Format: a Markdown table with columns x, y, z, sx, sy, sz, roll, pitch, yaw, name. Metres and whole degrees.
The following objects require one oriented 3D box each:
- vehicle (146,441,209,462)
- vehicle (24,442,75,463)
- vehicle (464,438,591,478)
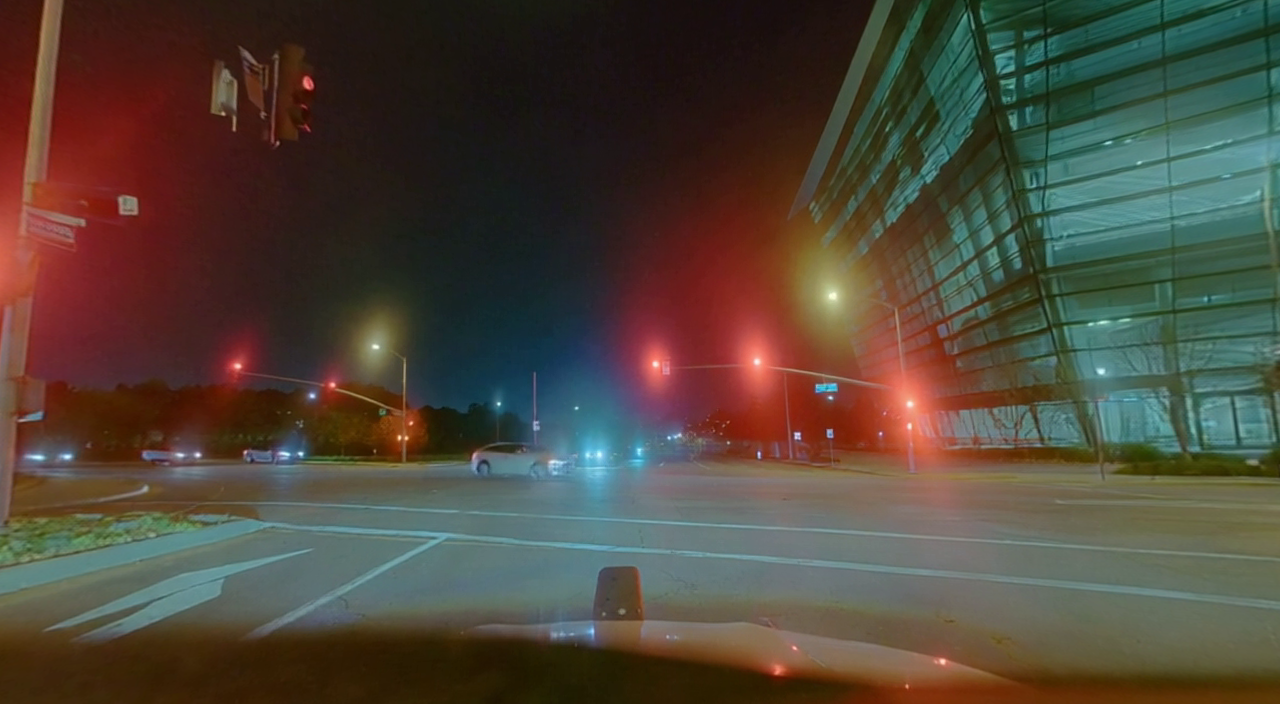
| x | y | z | sx | sy | sz | roll | pitch | yaw | name |
| --- | --- | --- | --- | --- | --- | --- | --- | --- | --- |
| -32.717 | 7.015 | 44.630 | 4.380 | 1.455 | 1.869 | -5 | -10 | 30 | vehicle |
| -40.922 | 6.953 | 43.744 | 4.323 | 1.390 | 1.953 | -7 | -11 | 39 | vehicle |
| -4.800 | 4.421 | 26.651 | 5.408 | 1.505 | 2.091 | -6 | -10 | 36 | vehicle |
